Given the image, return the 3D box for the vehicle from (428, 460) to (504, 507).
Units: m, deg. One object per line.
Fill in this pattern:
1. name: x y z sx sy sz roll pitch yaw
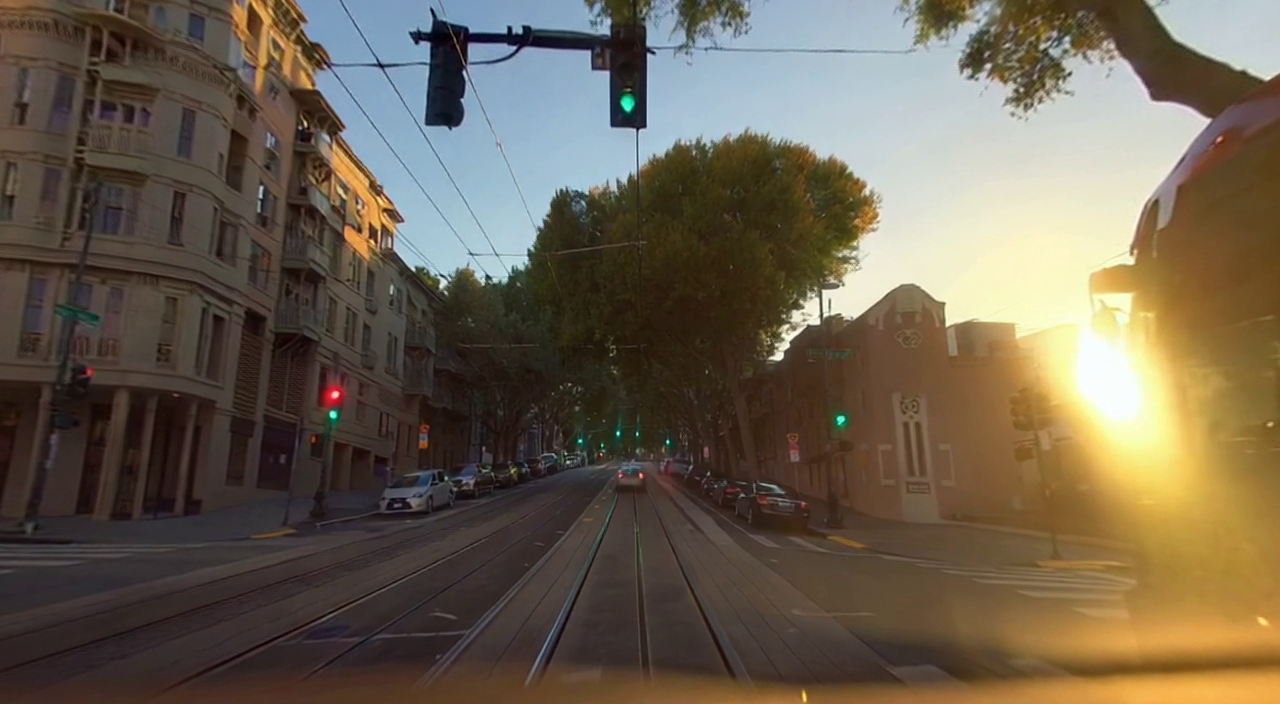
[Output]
1. vehicle: -7.405 5.620 27.390 1.861 1.751 4.550 1 -9 2

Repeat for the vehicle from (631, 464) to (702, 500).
1. vehicle: 1.304 6.590 32.217 1.984 1.571 3.404 5 -10 -33

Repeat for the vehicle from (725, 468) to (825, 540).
1. vehicle: 3.849 4.415 18.828 1.929 1.723 4.134 0 -8 -2

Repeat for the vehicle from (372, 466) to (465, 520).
1. vehicle: -7.414 4.802 21.603 1.779 1.588 3.953 2 -12 -2
